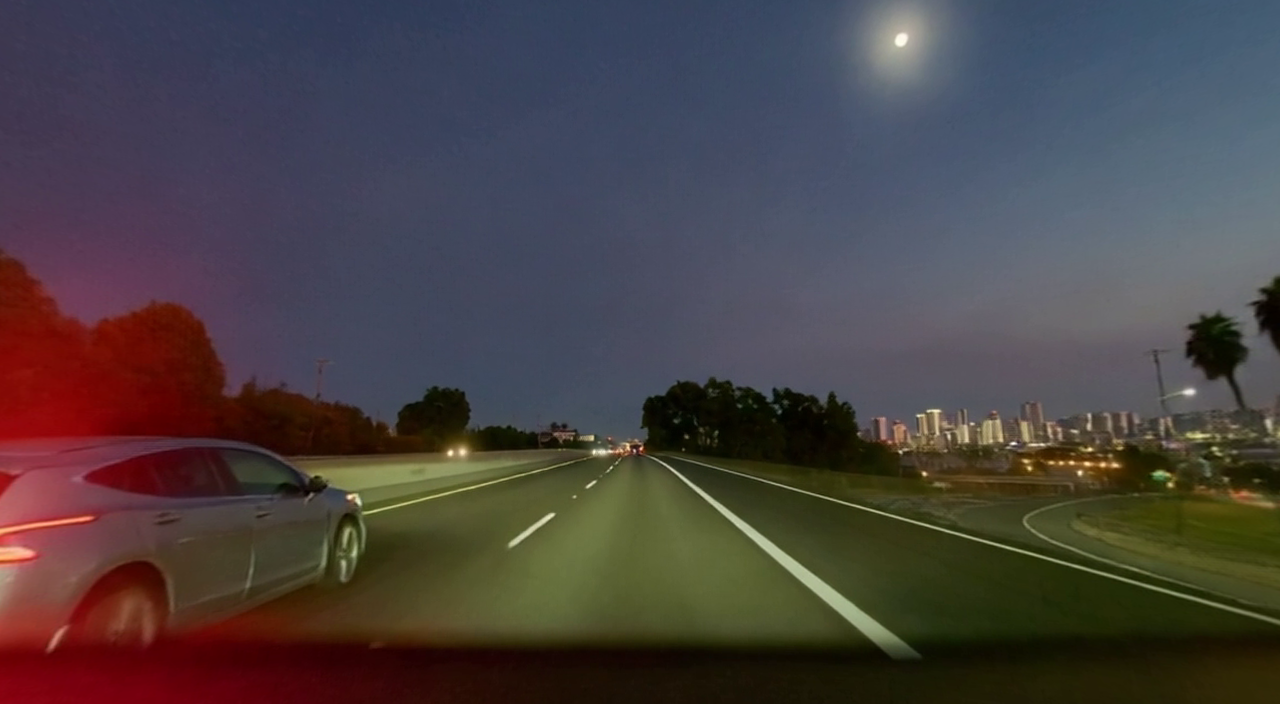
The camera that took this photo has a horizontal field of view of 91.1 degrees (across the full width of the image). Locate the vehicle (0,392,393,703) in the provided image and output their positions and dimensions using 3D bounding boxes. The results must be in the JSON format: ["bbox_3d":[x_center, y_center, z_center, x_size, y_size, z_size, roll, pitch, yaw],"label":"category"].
[{"bbox_3d":[-3.712,1.186,4.227,2.092,1.562,4.748,0,-8,1],"label":"vehicle"}]
